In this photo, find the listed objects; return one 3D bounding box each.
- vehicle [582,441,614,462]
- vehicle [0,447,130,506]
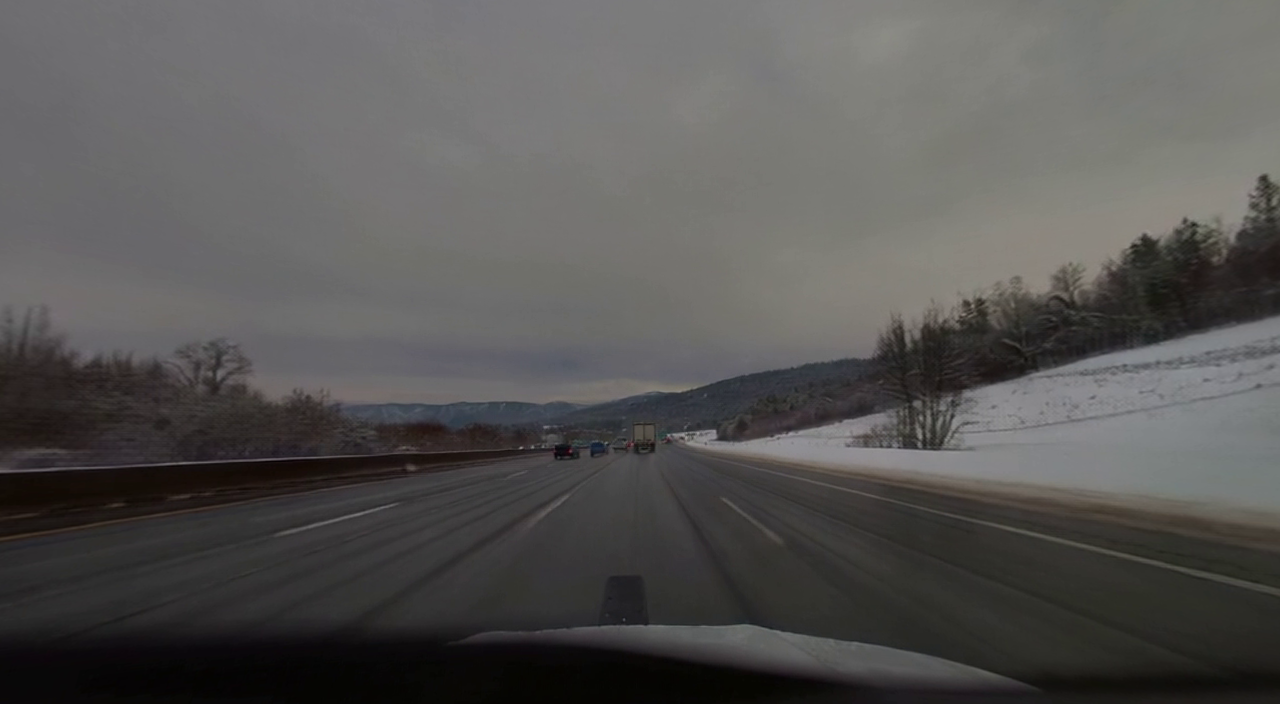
[{"bbox_3d":[-3.197,7.677,48.803,2.042,1.532,4.396,0,-8,1],"label":"vehicle"},{"bbox_3d":[-20.810,3.374,16.349,2.806,1.757,15.088,0,-8,0],"label":"vehicle"}]
